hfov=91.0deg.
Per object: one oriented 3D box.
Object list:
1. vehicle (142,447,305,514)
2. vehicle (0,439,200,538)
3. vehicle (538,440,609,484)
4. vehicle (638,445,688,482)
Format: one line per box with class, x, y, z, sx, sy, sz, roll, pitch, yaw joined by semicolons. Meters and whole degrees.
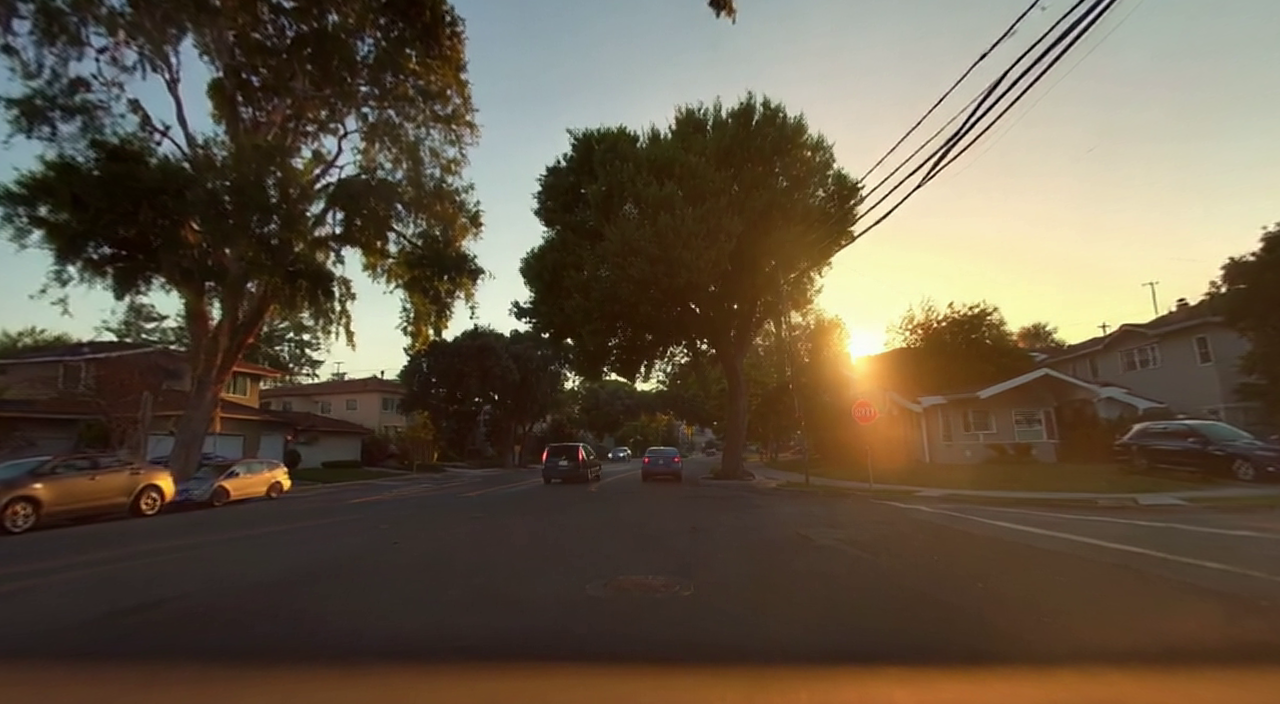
vehicle;-13.548;4.198;20.944;2.076;1.864;4.730;-3;-10;2
vehicle;-13.965;3.288;15.269;2.191;1.980;5.888;-4;-10;2
vehicle;-2.701;4.579;26.558;2.178;1.695;4.339;-1;-8;5
vehicle;1.091;4.836;27.666;1.955;1.459;4.383;-1;-8;6
